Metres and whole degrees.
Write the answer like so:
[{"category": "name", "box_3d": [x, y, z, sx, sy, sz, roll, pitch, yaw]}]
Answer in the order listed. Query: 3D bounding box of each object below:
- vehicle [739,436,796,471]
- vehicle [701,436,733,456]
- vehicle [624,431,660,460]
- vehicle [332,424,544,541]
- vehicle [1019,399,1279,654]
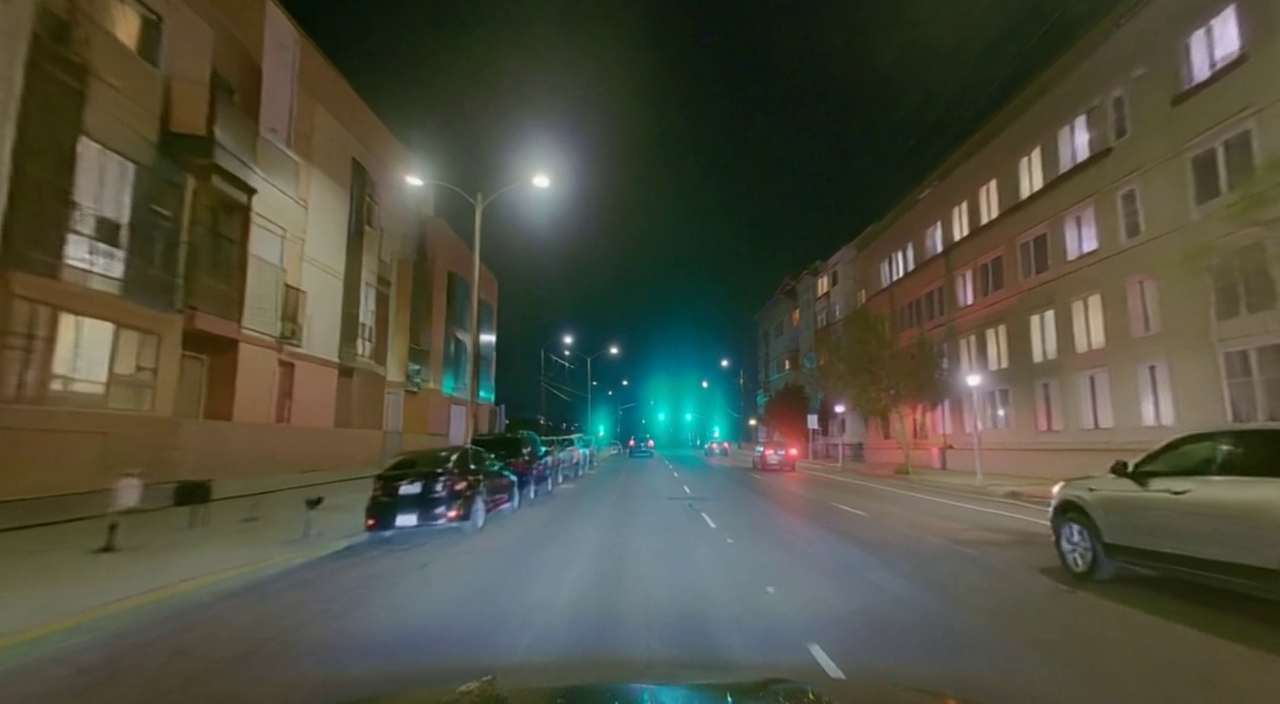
[{"category": "vehicle", "box_3d": [5.624, 4.490, 28.179, 1.799, 1.463, 3.464, 0, -8, 0]}, {"category": "vehicle", "box_3d": [6.004, 7.368, 49.596, 1.917, 1.467, 4.452, 0, -8, -1]}, {"category": "vehicle", "box_3d": [0.122, 5.734, 38.930, 2.122, 1.689, 3.885, 0, -8, 0]}, {"category": "vehicle", "box_3d": [-2.921, 1.970, 10.255, 1.843, 1.482, 4.310, 0, -8, 2]}, {"category": "vehicle", "box_3d": [4.990, 1.183, 4.543, 1.891, 1.599, 4.173, 0, -8, 0]}]
